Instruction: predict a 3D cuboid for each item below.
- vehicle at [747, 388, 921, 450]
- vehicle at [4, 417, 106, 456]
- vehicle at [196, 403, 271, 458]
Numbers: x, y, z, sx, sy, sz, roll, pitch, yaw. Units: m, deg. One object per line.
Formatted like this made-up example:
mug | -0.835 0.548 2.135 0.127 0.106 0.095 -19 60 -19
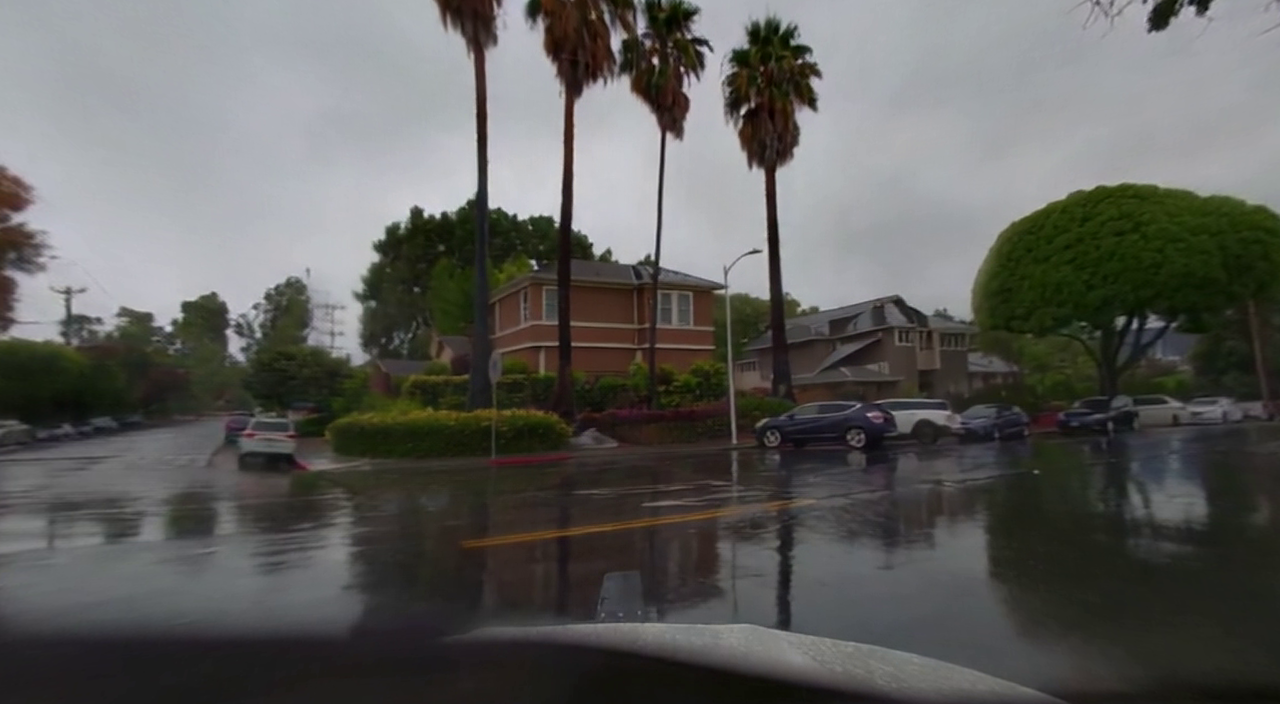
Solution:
vehicle | 6.032 2.227 20.128 4.866 1.752 1.998 -8 -12 44
vehicle | -25.446 3.743 27.672 2.071 1.538 4.428 4 -9 -27
vehicle | -16.450 3.265 25.785 2.154 2.035 4.261 5 -10 -29
